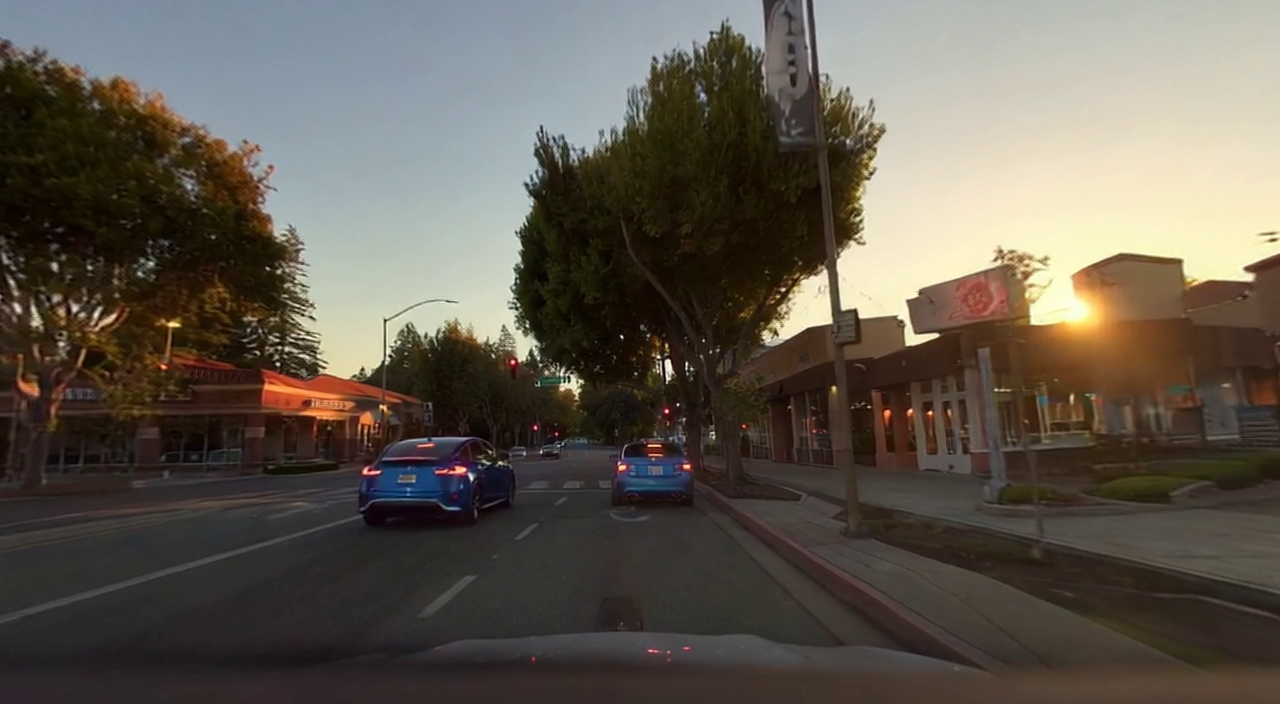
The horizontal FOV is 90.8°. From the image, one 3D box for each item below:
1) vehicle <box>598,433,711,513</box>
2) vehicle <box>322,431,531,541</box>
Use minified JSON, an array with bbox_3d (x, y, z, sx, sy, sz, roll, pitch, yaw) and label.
[{"bbox_3d":[0.247,2.531,13.698,2.059,1.456,4.047,0,-8,0],"label":"vehicle"},{"bbox_3d":[-3.301,2.162,10.873,2.032,1.467,4.411,0,-8,0],"label":"vehicle"}]
